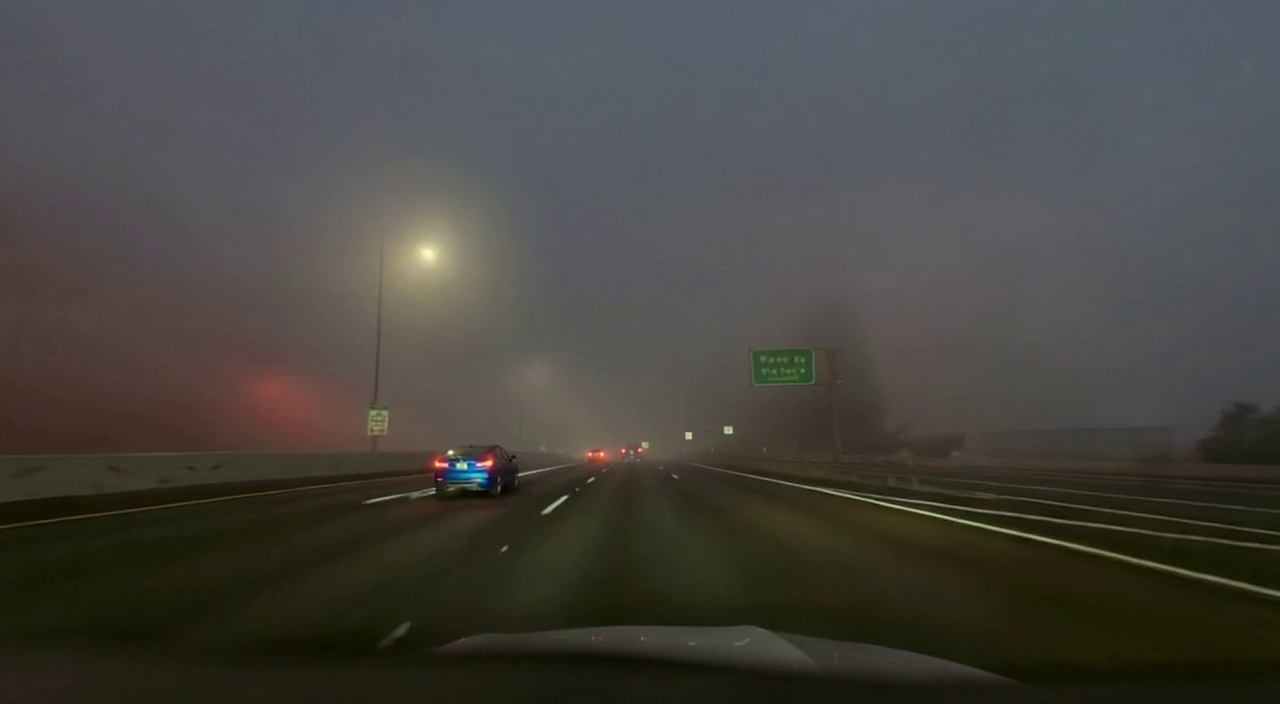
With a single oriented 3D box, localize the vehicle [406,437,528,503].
[{"bbox_3d":[-4.449,3.087,16.917,2.120,1.537,4.139,0,-9,0],"label":"vehicle"}]
